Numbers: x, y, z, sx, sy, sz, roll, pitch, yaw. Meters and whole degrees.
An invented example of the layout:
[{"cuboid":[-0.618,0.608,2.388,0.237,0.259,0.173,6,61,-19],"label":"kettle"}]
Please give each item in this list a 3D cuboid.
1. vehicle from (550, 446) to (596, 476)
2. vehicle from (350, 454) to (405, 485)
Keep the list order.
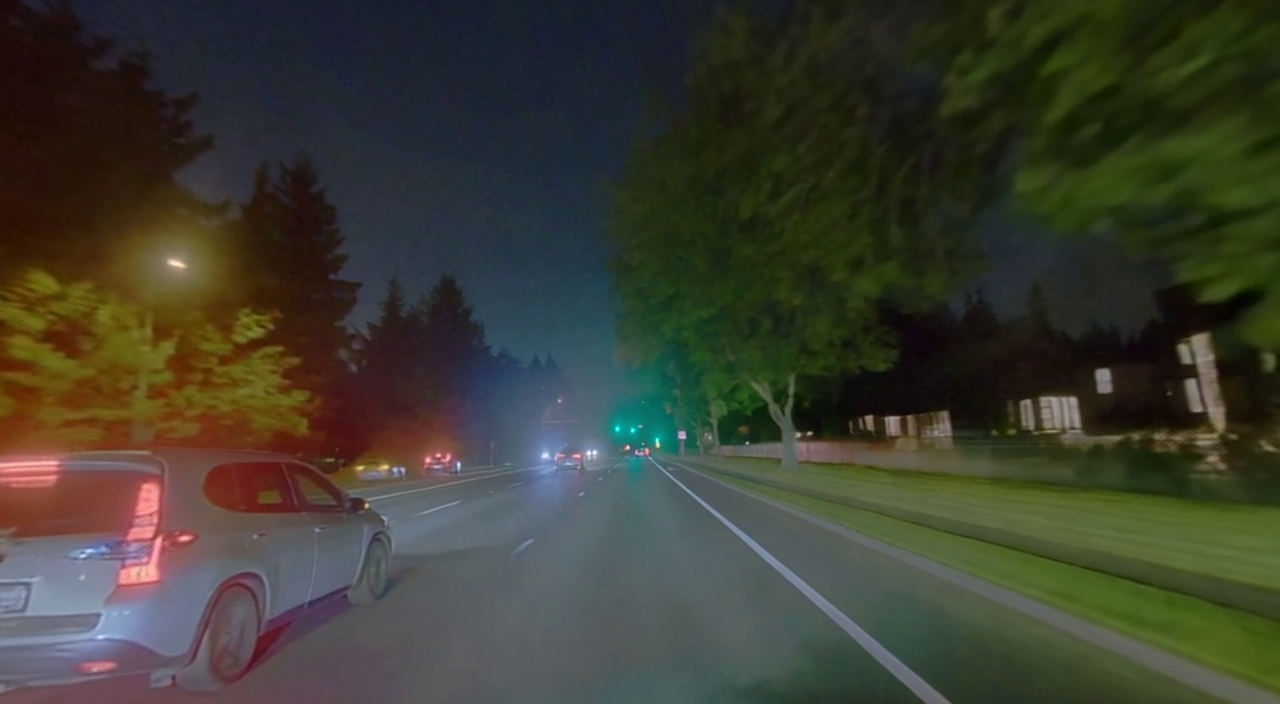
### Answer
[{"cuboid":[-3.554,5.834,34.060,1.992,1.447,4.044,0,-8,0],"label":"vehicle"},{"cuboid":[-17.530,7.825,42.372,1.948,1.602,4.544,-4,-7,-3],"label":"vehicle"}]
